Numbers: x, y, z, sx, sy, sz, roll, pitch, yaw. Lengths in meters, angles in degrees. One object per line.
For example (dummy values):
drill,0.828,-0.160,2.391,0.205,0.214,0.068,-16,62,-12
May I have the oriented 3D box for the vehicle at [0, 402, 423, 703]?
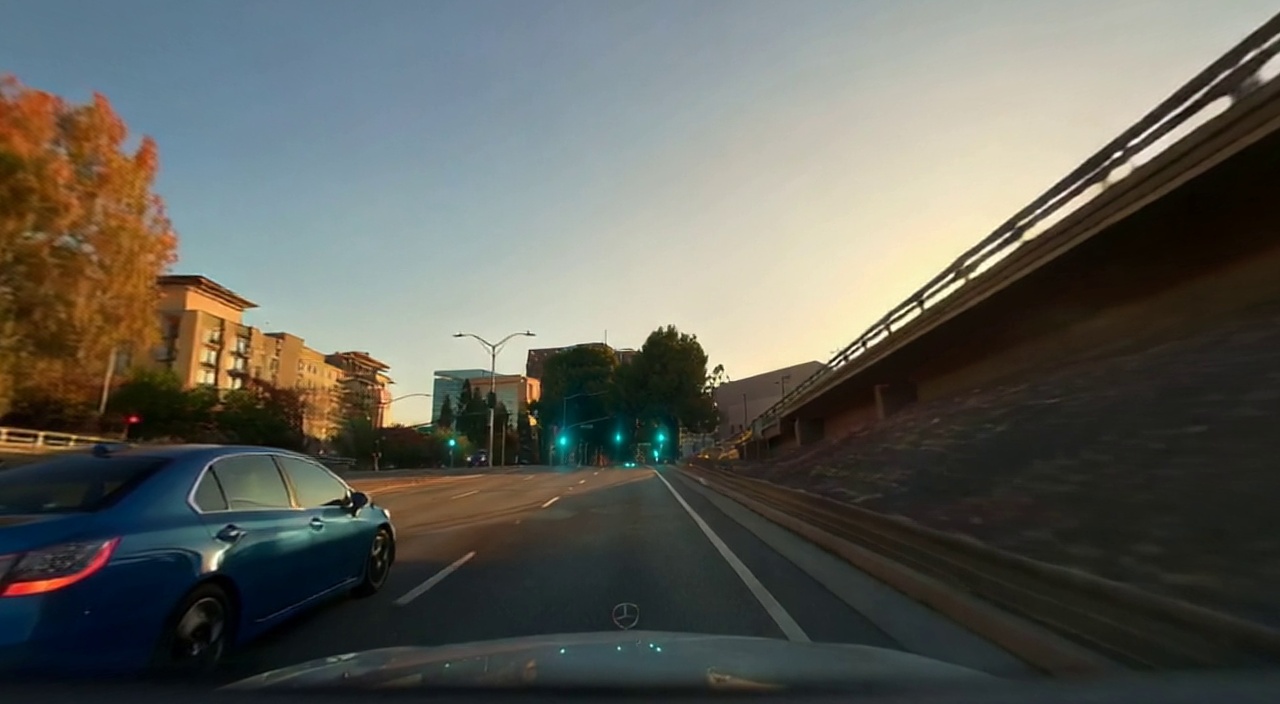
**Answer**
vehicle,-3.183,1.214,4.068,2.041,1.470,4.290,0,-9,0
